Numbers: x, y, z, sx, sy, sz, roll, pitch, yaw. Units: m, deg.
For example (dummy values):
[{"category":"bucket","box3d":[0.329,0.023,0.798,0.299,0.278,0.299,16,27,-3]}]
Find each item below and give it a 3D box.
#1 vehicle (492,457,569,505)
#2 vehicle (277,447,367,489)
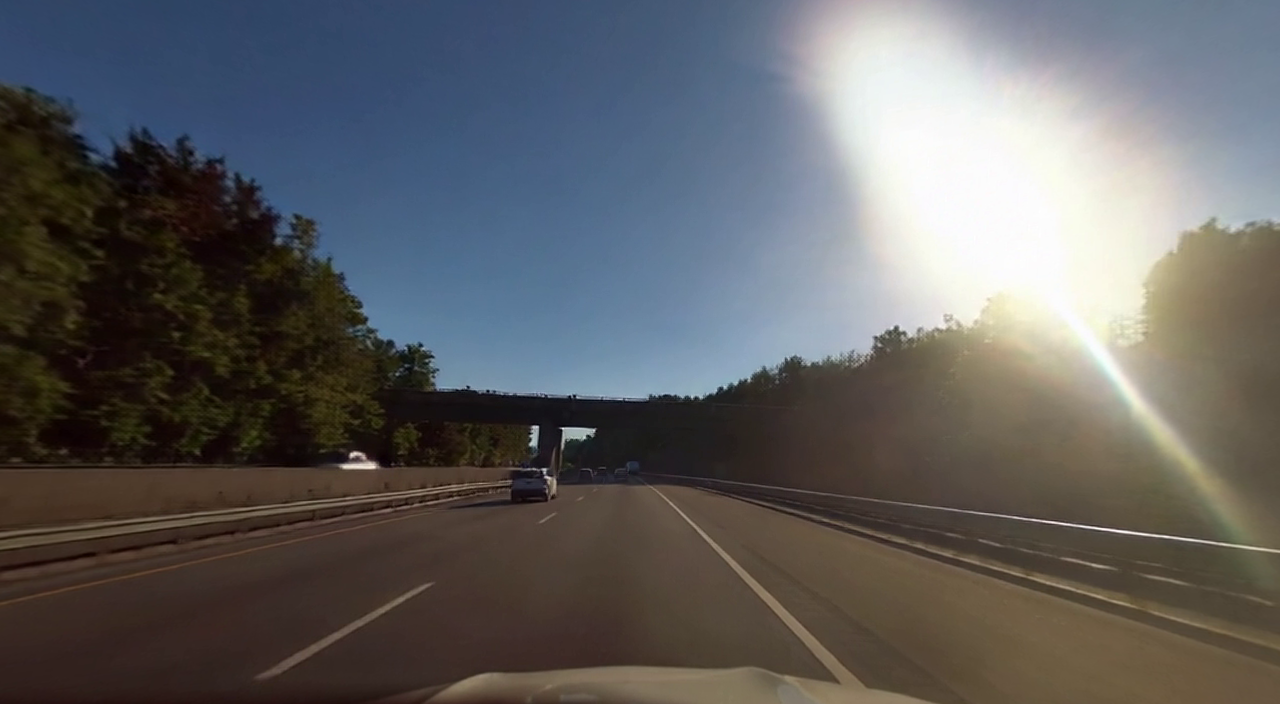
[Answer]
[{"category":"vehicle","box3d":[-4.363,5.307,26.133,2.286,1.757,5.057,1,-11,0]},{"category":"vehicle","box3d":[-14.343,5.285,28.710,1.860,1.730,4.322,1,-11,-1]}]
